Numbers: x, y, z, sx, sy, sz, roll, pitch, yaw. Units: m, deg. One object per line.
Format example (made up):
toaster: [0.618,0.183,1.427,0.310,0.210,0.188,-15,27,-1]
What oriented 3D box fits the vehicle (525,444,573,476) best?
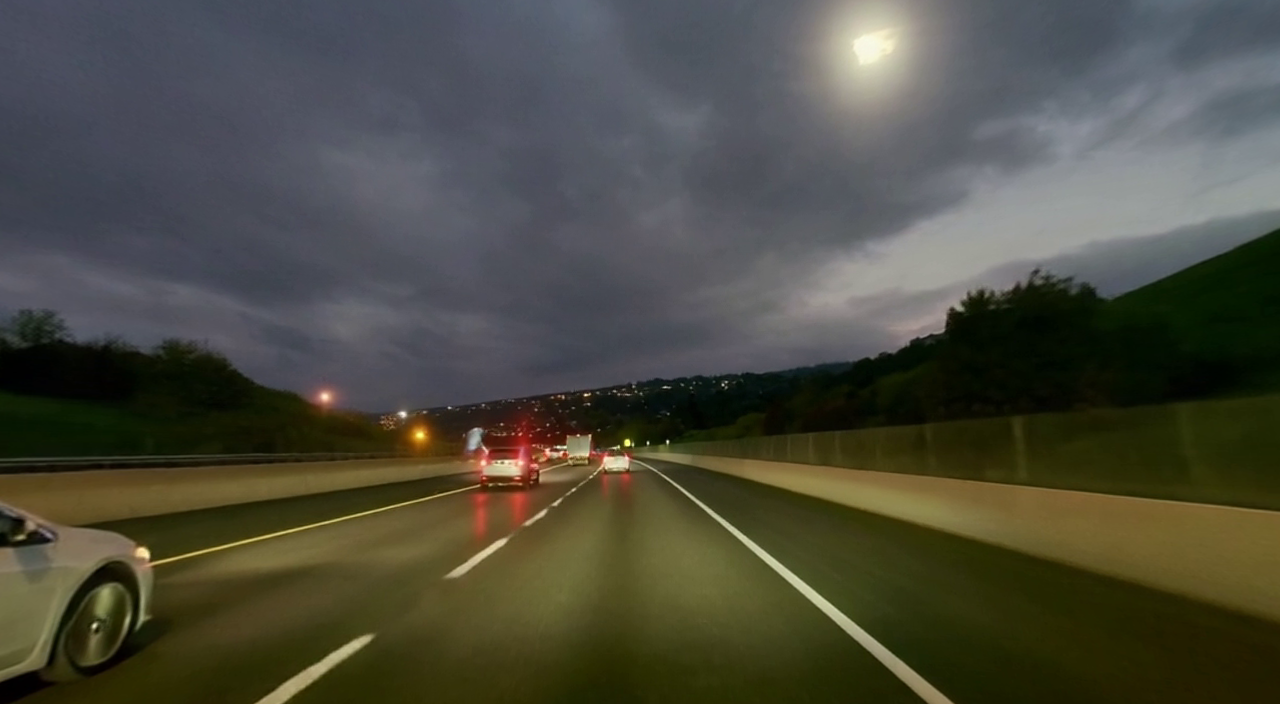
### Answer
vehicle: [-4.962,5.948,34.835,2.118,1.624,4.032,0,-9,-1]

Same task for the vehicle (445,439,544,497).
vehicle: [-4.511,3.675,20.313,2.208,1.619,4.162,0,-9,0]

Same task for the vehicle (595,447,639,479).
vehicle: [-1.127,5.407,30.885,1.988,1.440,4.201,0,-9,-2]

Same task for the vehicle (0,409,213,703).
vehicle: [-3.928,0.934,2.345,1.892,1.492,3.940,0,-9,0]
